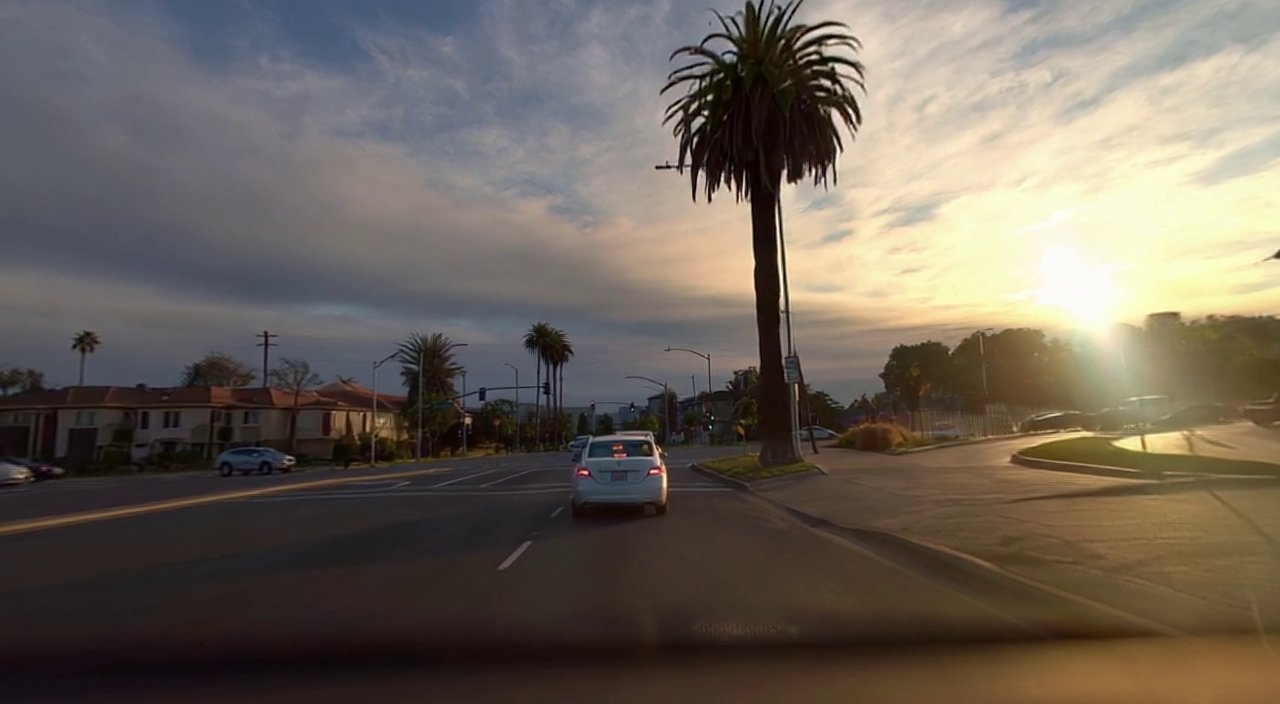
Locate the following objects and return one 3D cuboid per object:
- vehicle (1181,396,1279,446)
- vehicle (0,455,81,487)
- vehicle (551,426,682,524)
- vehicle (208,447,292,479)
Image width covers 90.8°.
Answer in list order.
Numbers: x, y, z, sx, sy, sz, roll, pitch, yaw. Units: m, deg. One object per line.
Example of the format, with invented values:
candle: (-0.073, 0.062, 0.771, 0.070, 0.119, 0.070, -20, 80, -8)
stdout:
vehicle: (19.338, 2.152, 19.462, 3.730, 1.436, 1.578, -1, -9, 2)
vehicle: (-36.334, 7.108, 38.001, 1.757, 1.803, 4.000, 0, -9, -3)
vehicle: (-0.384, 2.231, 11.926, 2.060, 1.526, 3.859, 0, -9, -1)
vehicle: (-23.029, 6.521, 37.532, 1.990, 1.752, 4.673, 0, -9, 0)
